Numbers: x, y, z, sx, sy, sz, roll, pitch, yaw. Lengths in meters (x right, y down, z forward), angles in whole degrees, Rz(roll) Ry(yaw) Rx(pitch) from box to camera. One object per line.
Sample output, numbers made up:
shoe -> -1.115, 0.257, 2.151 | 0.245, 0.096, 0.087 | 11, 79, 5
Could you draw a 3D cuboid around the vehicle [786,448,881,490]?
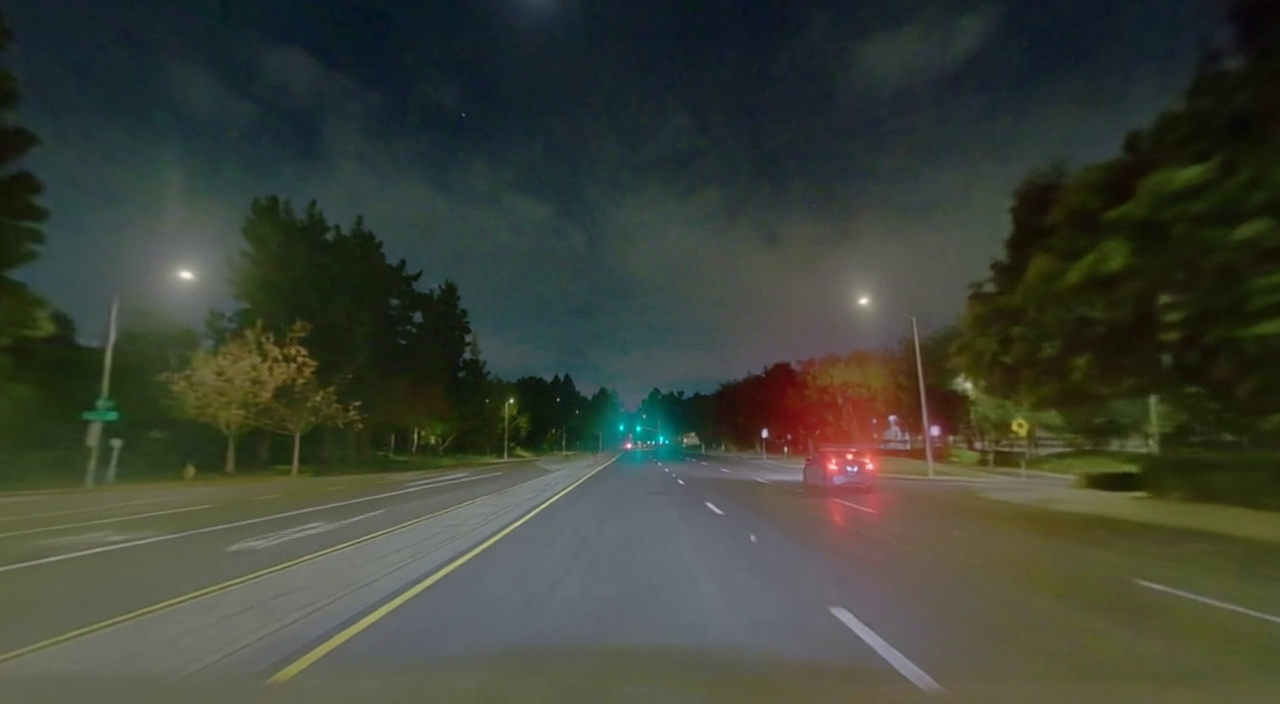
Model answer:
vehicle -> 7.136, 4.350, 23.783 | 2.054, 1.421, 4.487 | 0, -9, -1
